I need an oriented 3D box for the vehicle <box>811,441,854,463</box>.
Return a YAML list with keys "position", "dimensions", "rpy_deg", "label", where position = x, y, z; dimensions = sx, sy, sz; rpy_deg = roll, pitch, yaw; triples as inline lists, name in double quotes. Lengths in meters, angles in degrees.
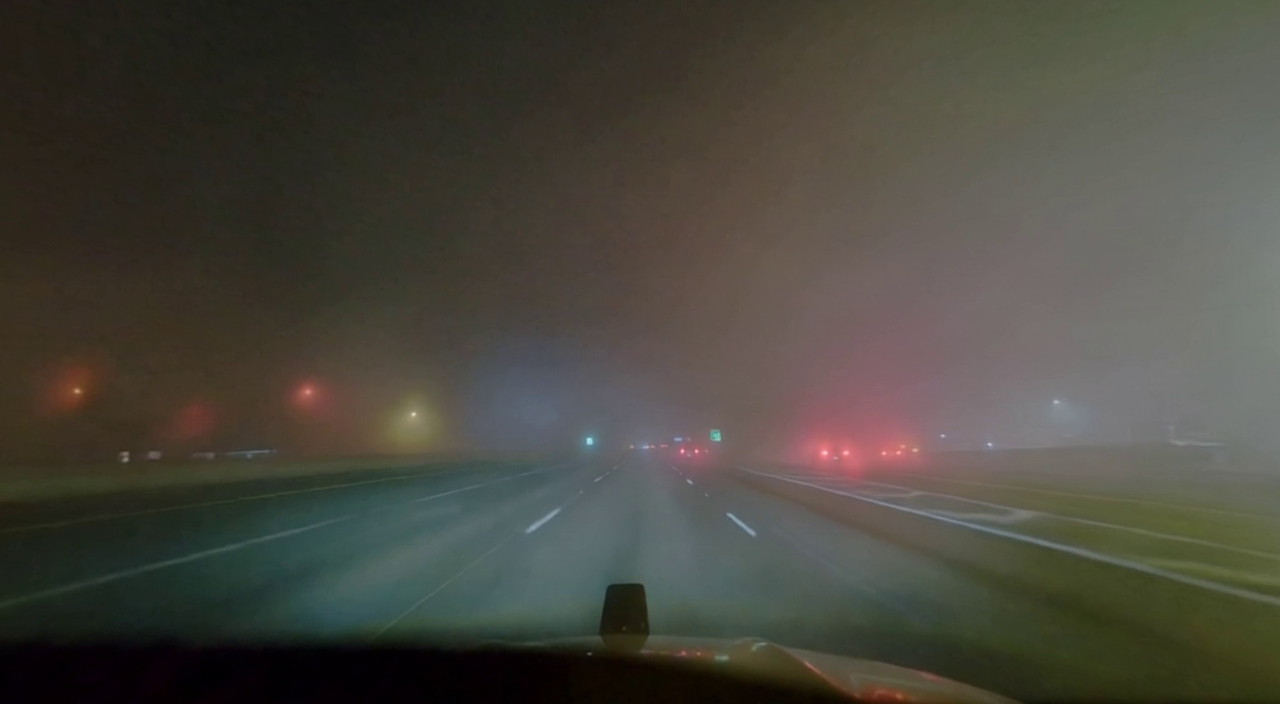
- position: [15.070, 7.823, 49.577]
  dimensions: [2.039, 1.658, 4.457]
  rpy_deg: [0, -8, 2]
  label: "vehicle"
